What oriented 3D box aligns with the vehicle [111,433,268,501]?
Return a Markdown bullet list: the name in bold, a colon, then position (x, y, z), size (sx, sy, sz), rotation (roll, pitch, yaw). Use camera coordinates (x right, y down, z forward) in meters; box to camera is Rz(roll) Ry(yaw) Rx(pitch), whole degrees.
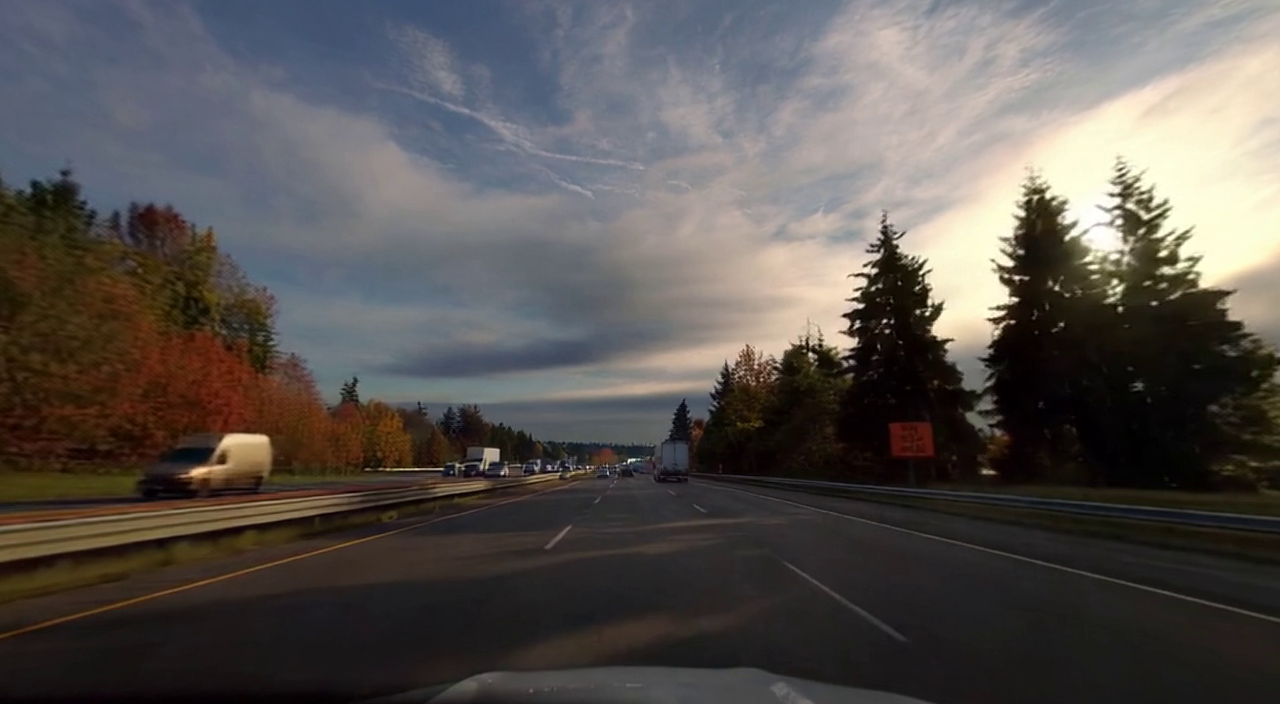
- **vehicle**: position (-19.748, 5.146, 28.189), size (2.350, 2.655, 6.249), rotation (1, -10, -1)
